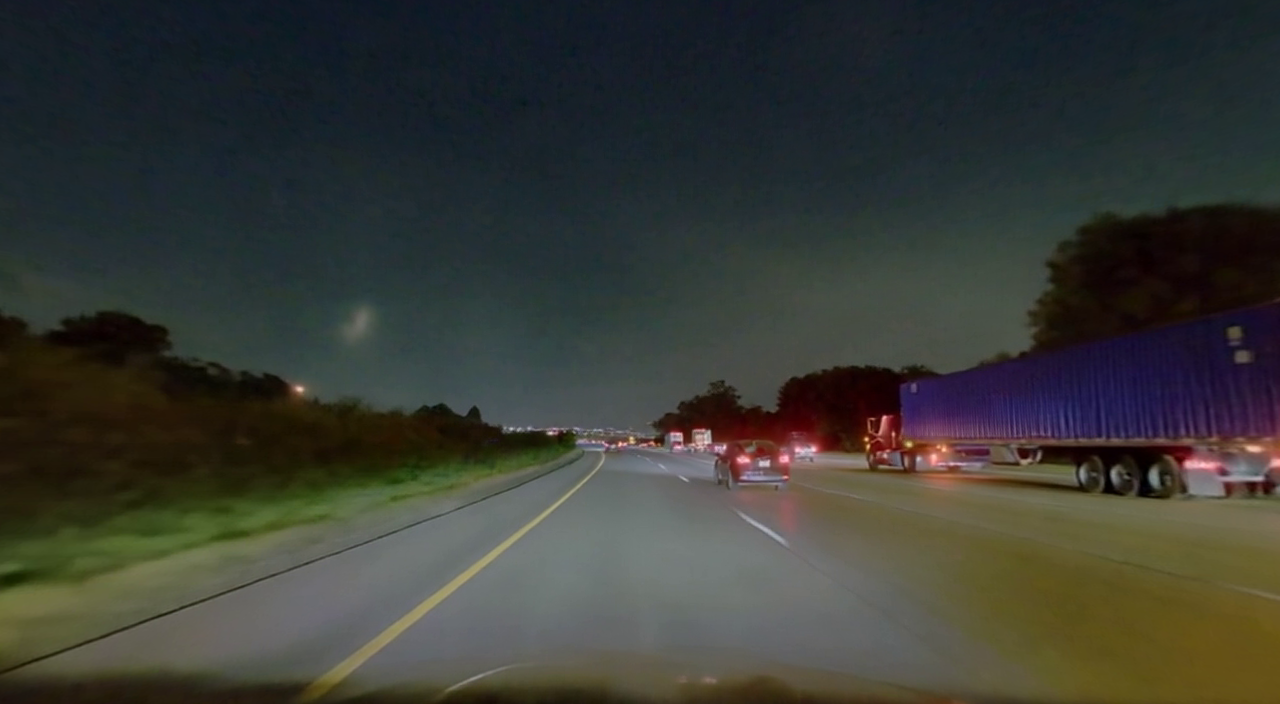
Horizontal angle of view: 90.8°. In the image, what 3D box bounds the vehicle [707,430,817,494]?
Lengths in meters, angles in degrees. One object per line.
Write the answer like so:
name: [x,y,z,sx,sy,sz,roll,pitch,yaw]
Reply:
vehicle: [3.574,3.328,19.489,2.305,1.729,4.526,0,-8,-2]
